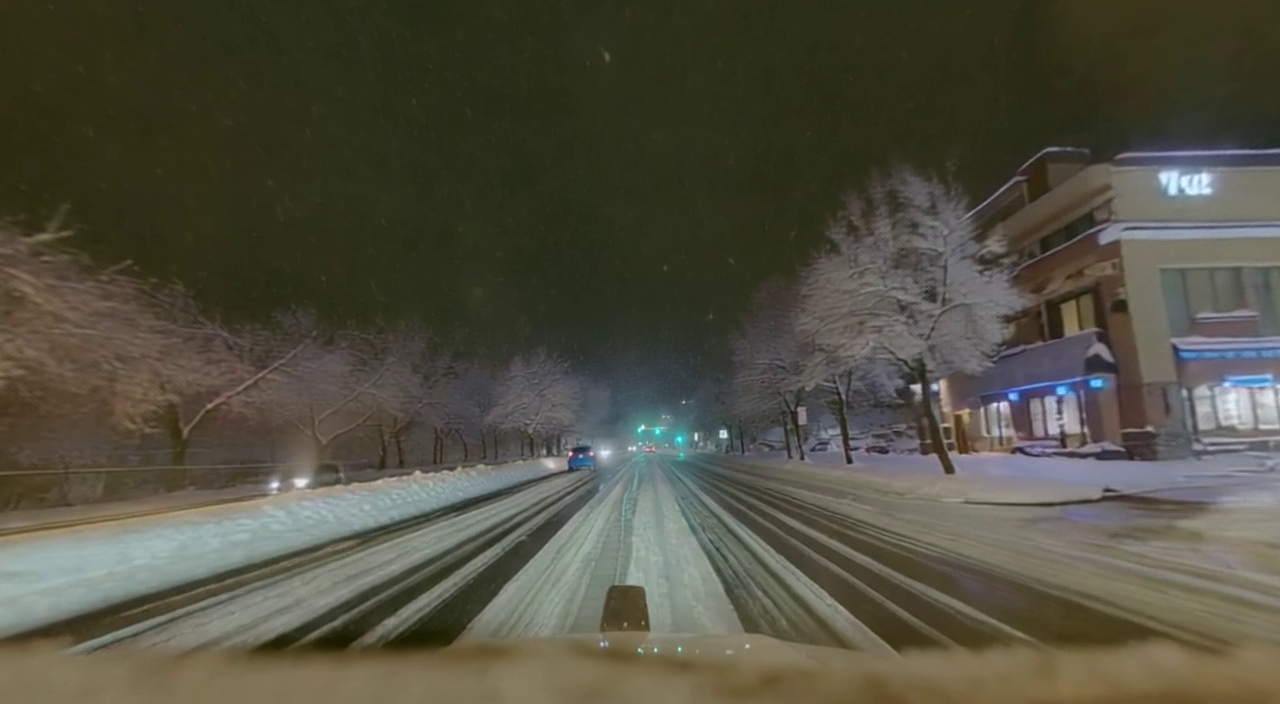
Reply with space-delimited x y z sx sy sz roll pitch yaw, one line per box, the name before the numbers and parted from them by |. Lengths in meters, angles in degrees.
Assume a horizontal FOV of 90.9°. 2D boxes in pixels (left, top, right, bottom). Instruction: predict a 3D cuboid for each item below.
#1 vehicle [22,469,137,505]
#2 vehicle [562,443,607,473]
vehicle | -30.097 7.229 33.991 4.492 1.450 1.833 3 -11 -42
vehicle | -2.863 5.545 33.211 1.926 1.442 4.231 0 -8 1
